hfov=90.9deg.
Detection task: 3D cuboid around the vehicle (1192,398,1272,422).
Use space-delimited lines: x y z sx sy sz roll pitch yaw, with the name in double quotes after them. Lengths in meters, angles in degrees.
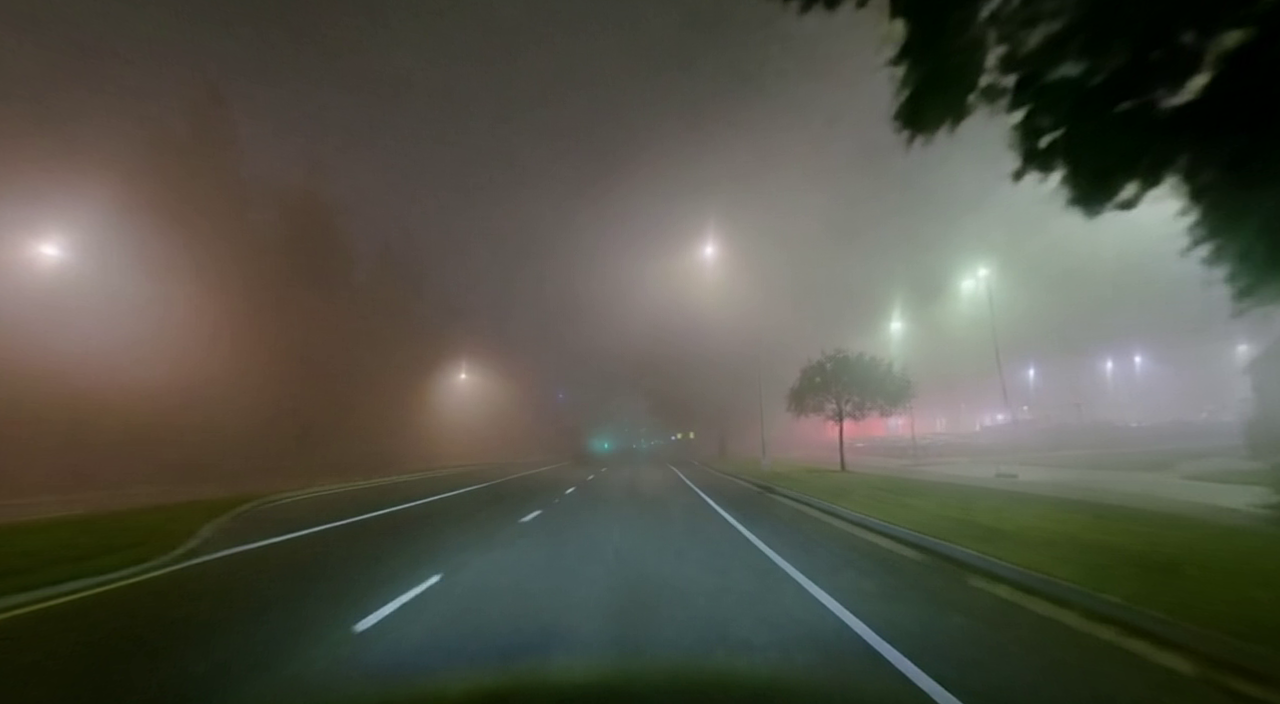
40.352 4.003 43.089 1.789 1.499 3.777 -1 -8 1 "vehicle"
